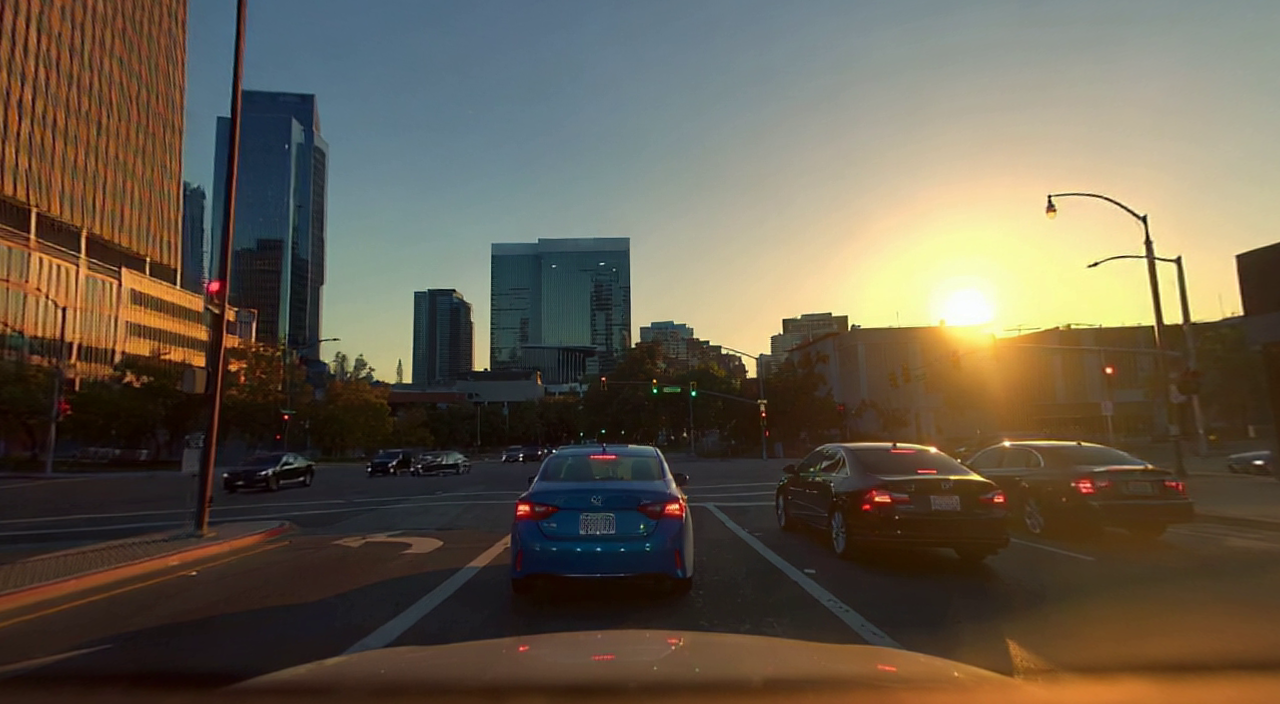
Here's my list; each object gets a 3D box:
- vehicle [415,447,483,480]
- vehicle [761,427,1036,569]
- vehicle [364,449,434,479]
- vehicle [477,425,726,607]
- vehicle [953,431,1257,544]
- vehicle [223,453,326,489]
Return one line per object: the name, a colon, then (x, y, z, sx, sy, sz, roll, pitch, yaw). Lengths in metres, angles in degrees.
vehicle: (-9.162, 5.345, 30.531, 2.045, 1.492, 3.816, 0, -8, 0)
vehicle: (3.216, 1.888, 8.967, 2.042, 1.508, 4.109, 0, -8, -2)
vehicle: (-12.978, 6.028, 34.224, 2.049, 1.483, 4.407, 0, -8, 0)
vehicle: (-0.367, 1.654, 7.286, 2.059, 1.477, 3.988, 0, -8, -1)
vehicle: (7.446, 2.165, 10.783, 1.908, 1.517, 4.182, 0, -8, -1)
vehicle: (-16.523, 5.369, 28.796, 2.048, 1.463, 4.530, 0, -8, -1)
